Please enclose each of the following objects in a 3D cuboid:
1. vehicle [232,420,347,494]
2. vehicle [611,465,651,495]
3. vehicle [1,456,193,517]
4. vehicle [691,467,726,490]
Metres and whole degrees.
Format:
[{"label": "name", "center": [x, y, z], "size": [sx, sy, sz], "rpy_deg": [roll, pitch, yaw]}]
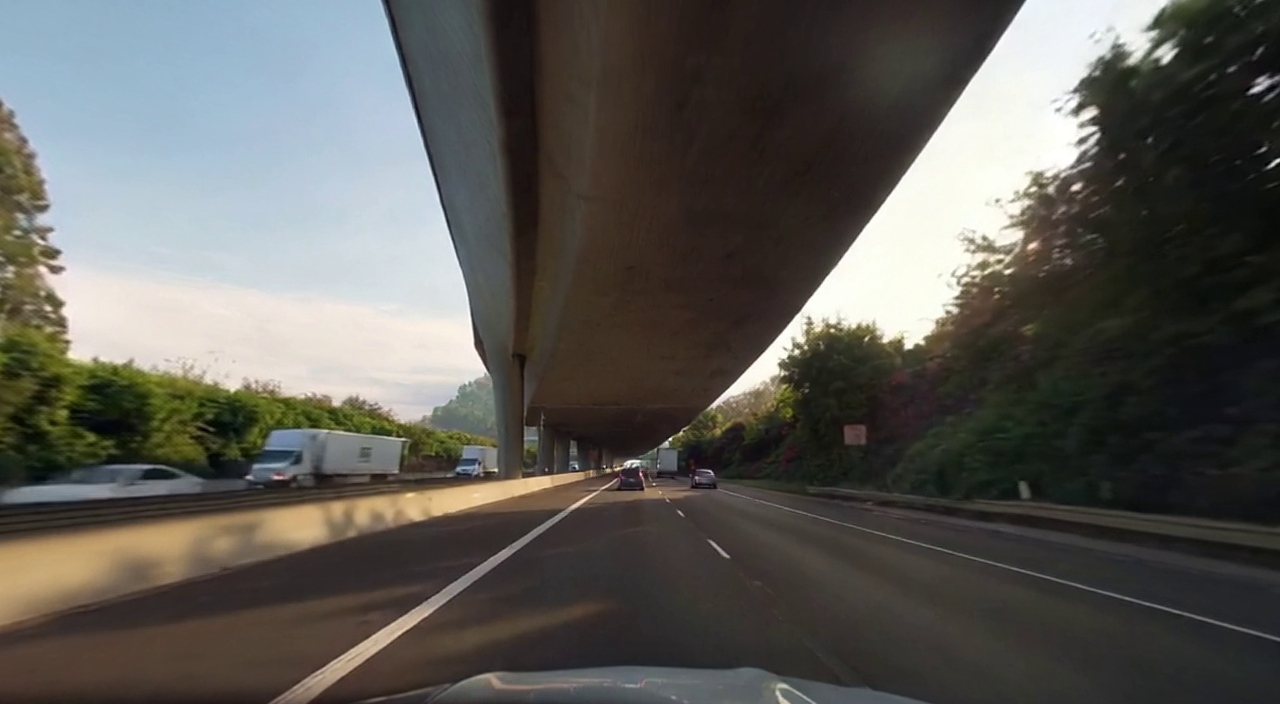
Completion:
[{"label": "vehicle", "center": [-20.279, 6.200, 36.985], "size": [2.958, 3.951, 6.109], "rpy_deg": [0, -10, 0]}, {"label": "vehicle", "center": [-0.472, 6.713, 33.340], "size": [2.010, 1.436, 3.973], "rpy_deg": [1, -10, -1]}, {"label": "vehicle", "center": [-15.921, 3.961, 18.855], "size": [1.841, 1.543, 4.286], "rpy_deg": [1, -10, 0]}, {"label": "vehicle", "center": [4.909, 9.159, 45.763], "size": [1.897, 1.476, 4.334], "rpy_deg": [1, -10, -2]}]
